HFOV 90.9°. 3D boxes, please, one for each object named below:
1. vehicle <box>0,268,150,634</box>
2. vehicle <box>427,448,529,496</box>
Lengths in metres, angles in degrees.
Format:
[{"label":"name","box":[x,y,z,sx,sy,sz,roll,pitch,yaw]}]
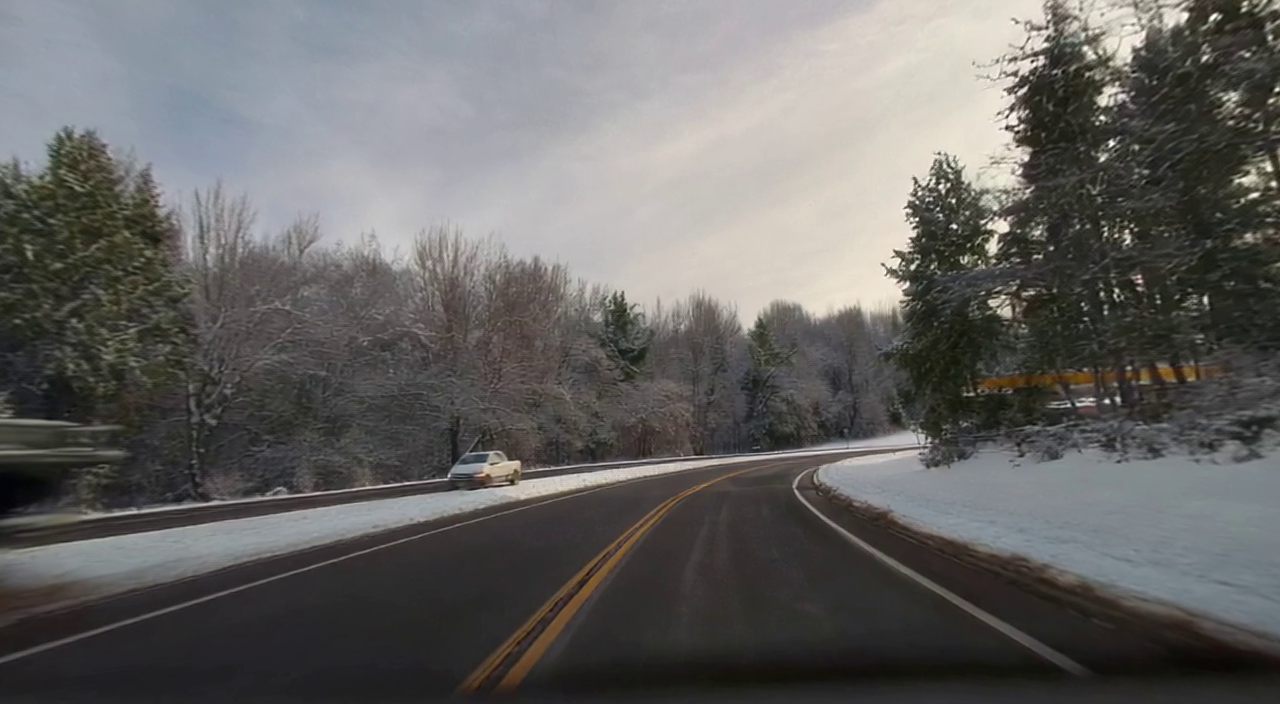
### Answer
[{"label":"vehicle","box":[-6.033,0.373,2.431,2.362,2.671,6.942,0,-9,3]},{"label":"vehicle","box":[-5.196,3.885,20.730,1.811,1.428,3.647,-2,-9,11]}]
